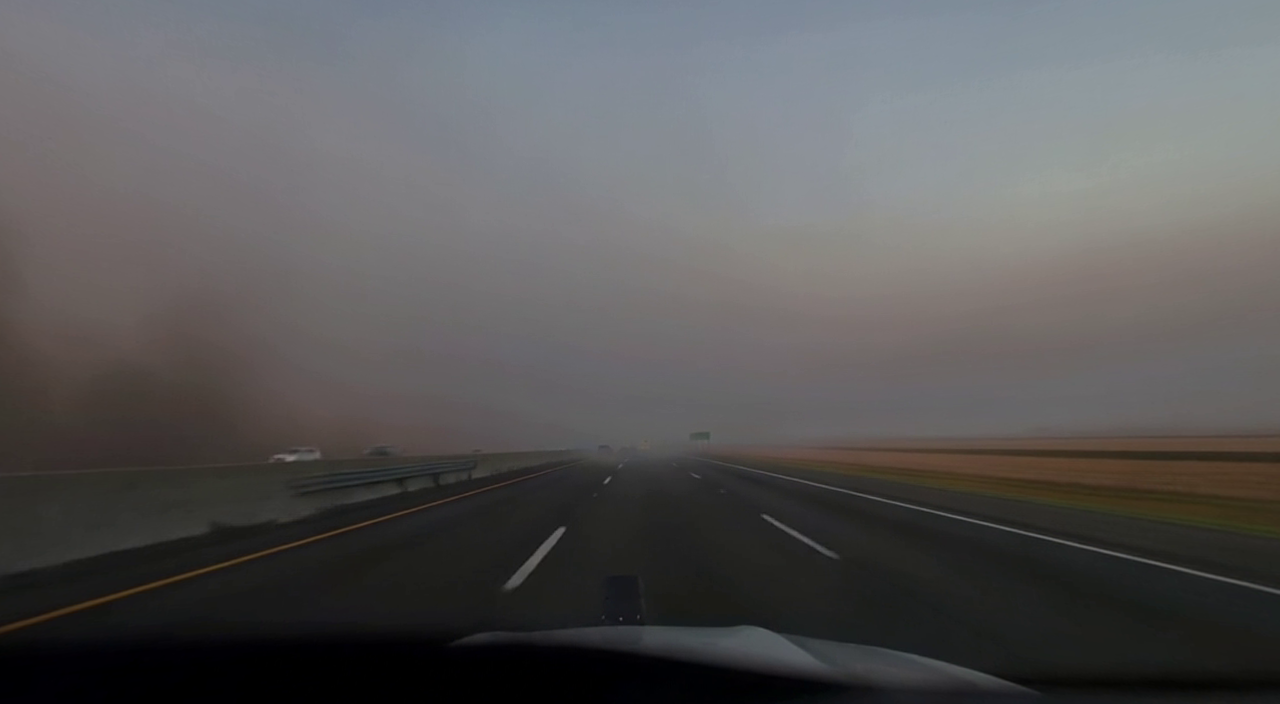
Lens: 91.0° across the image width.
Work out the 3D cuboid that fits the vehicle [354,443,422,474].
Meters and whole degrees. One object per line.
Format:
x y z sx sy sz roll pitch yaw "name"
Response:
-16.296 6.896 41.066 2.103 1.793 5.213 -3 -8 2 "vehicle"
